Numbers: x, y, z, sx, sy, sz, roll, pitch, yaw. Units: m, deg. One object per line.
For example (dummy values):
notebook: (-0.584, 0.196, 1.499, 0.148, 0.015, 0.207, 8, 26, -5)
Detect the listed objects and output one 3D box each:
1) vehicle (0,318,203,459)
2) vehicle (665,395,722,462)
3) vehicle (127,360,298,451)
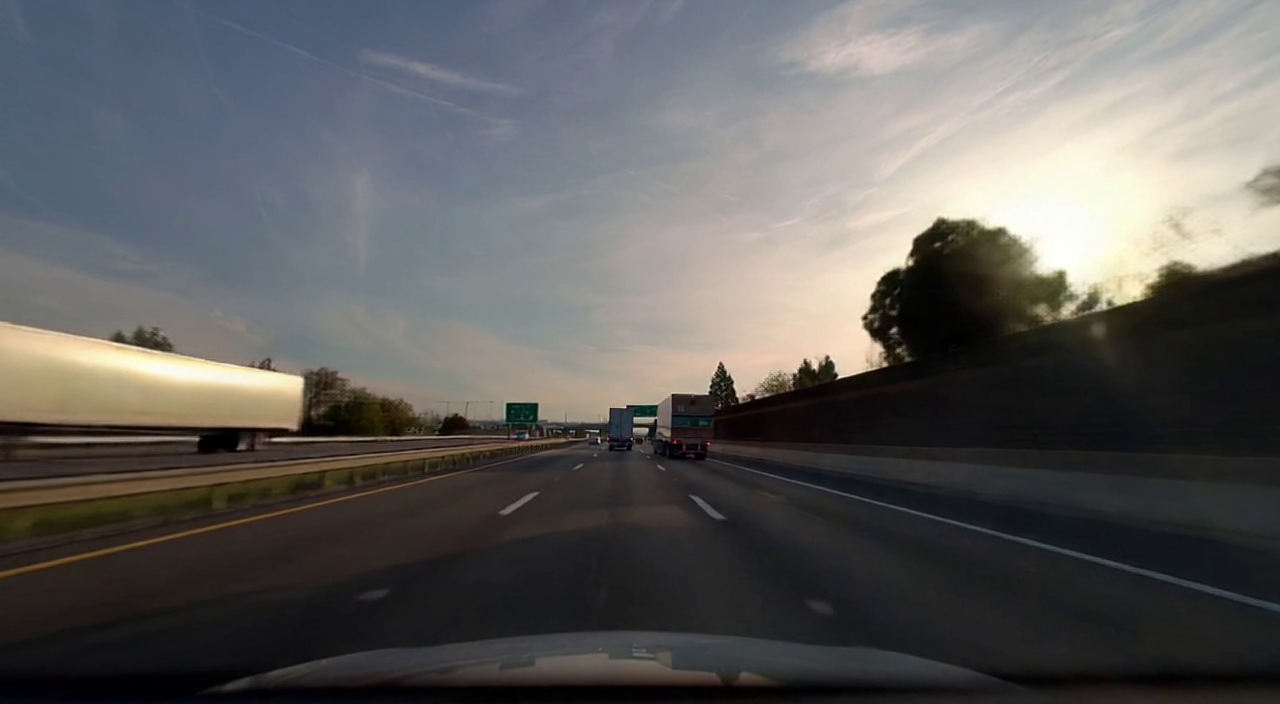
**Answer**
vehicle: (-20.665, 1.537, 22.003, 2.958, 4.181, 10.954, 0, -8, -1)
vehicle: (3.379, 5.145, 42.037, 2.873, 3.998, 8.286, 0, -8, -1)
vehicle: (-20.789, 2.866, 31.483, 2.835, 3.939, 8.023, 0, -8, 0)
